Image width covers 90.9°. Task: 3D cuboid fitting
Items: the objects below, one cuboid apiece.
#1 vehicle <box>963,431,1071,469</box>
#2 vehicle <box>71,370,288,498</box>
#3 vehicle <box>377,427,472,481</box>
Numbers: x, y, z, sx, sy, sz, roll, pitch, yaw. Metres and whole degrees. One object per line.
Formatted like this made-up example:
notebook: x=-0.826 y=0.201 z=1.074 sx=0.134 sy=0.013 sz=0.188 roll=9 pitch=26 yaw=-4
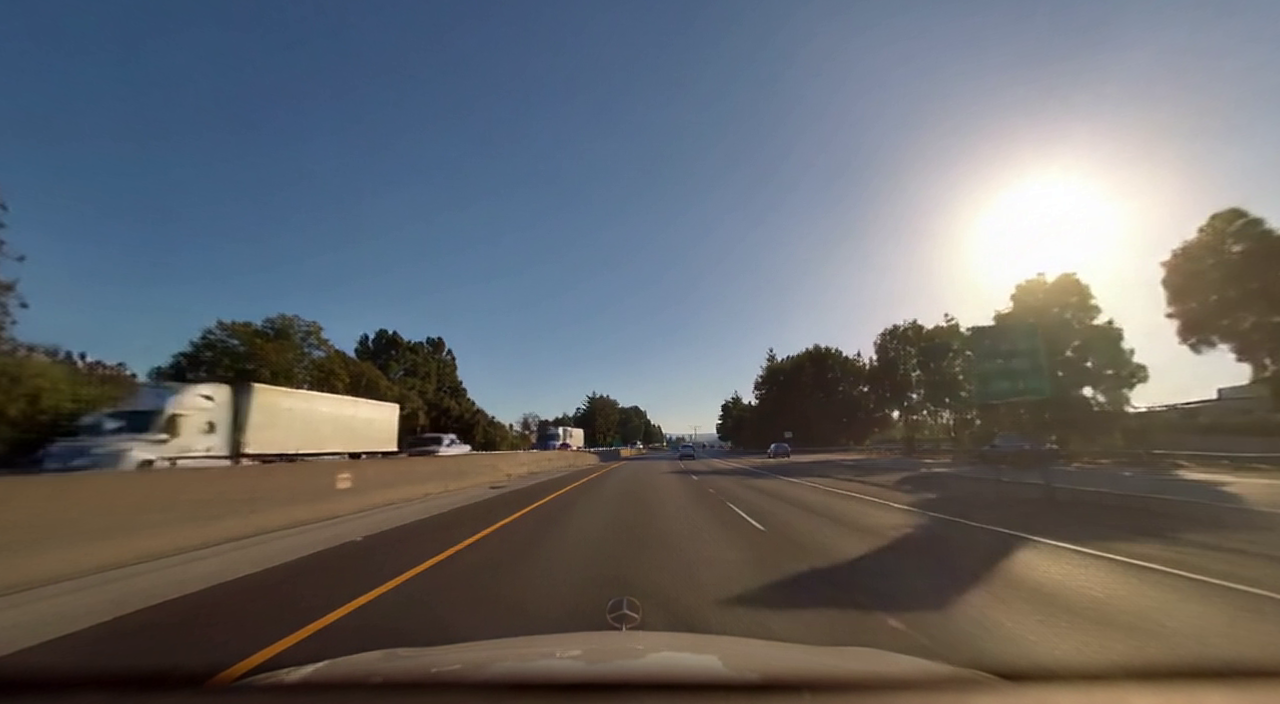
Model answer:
vehicle: x=18.770 y=4.922 z=31.628 sx=2.061 sy=1.776 sz=4.476 roll=2 pitch=-9 yaw=-11
vehicle: x=-16.052 y=3.001 z=22.690 sx=3.020 sy=3.974 sz=5.799 roll=-1 pitch=-9 yaw=3
vehicle: x=-10.956 y=5.270 z=32.756 sx=2.432 sy=2.513 sz=6.181 roll=-1 pitch=-9 yaw=3
